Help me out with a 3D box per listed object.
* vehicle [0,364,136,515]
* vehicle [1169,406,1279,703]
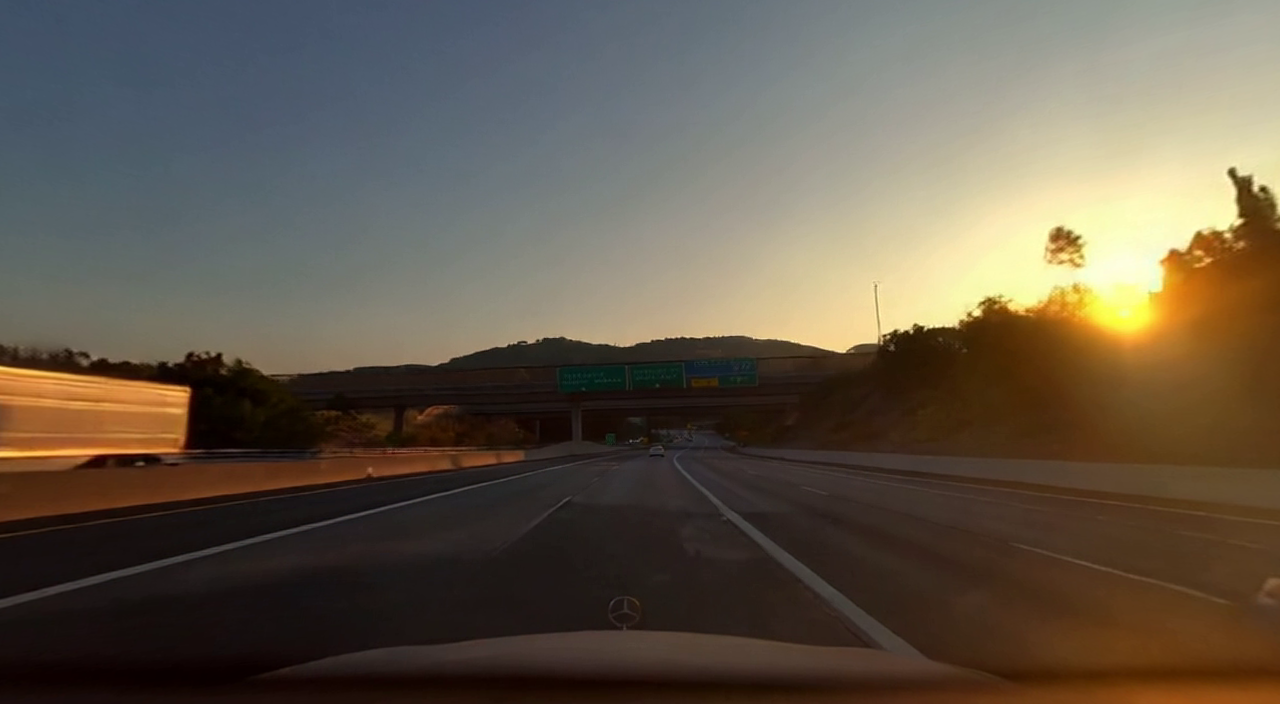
[{"bbox_3d":[-14.133,1.624,11.493,2.843,2.970,8.404,-2,-9,1],"label":"vehicle"},{"bbox_3d":[3.681,0.705,0.794,1.999,1.492,4.673,0,-8,1],"label":"vehicle"}]
